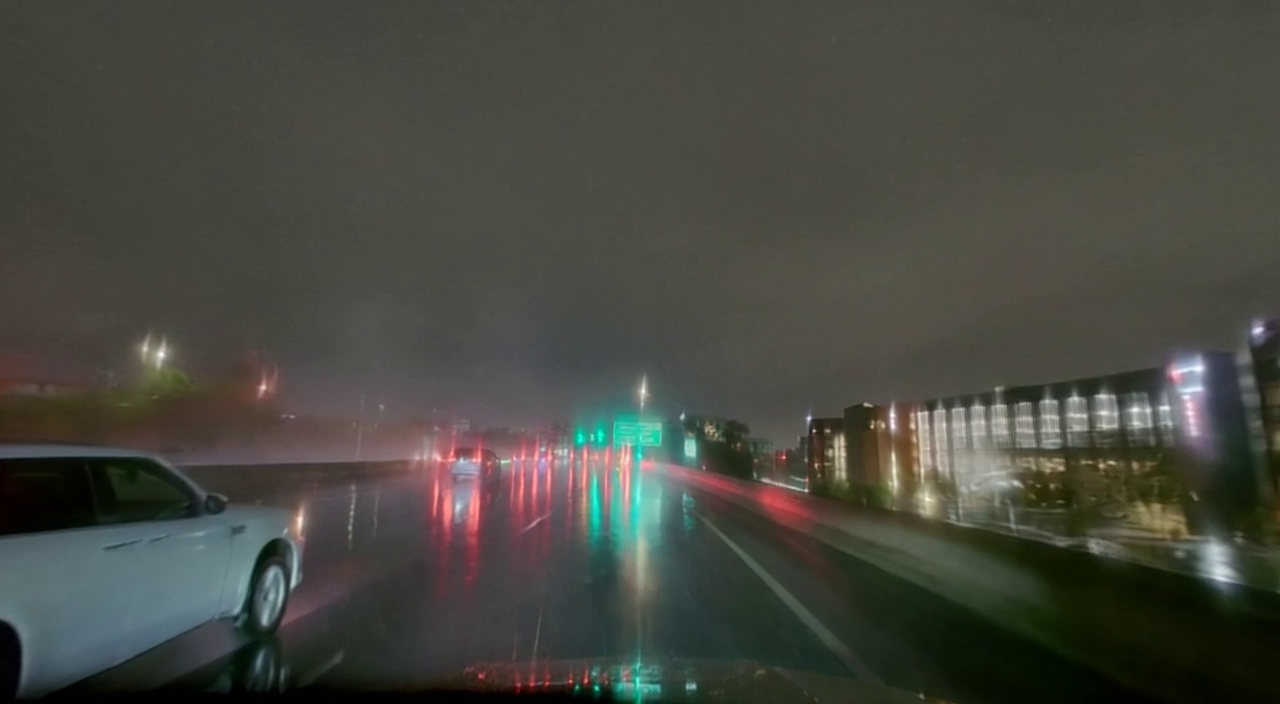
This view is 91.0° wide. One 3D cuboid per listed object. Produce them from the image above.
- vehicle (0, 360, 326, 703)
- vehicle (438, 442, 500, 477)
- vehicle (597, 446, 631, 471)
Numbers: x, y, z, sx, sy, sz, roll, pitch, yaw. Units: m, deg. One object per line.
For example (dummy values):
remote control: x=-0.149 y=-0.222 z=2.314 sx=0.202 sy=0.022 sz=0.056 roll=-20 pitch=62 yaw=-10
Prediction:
vehicle: x=-3.656 y=0.948 z=2.861 sx=2.036 sy=1.717 sz=4.592 roll=-1 pitch=-8 yaw=1
vehicle: x=-8.736 y=5.518 z=32.594 sx=2.065 sy=1.689 sz=4.399 roll=0 pitch=-8 yaw=-1
vehicle: x=-1.745 y=7.120 z=42.337 sx=2.110 sy=1.501 sz=4.319 roll=0 pitch=-8 yaw=-2
